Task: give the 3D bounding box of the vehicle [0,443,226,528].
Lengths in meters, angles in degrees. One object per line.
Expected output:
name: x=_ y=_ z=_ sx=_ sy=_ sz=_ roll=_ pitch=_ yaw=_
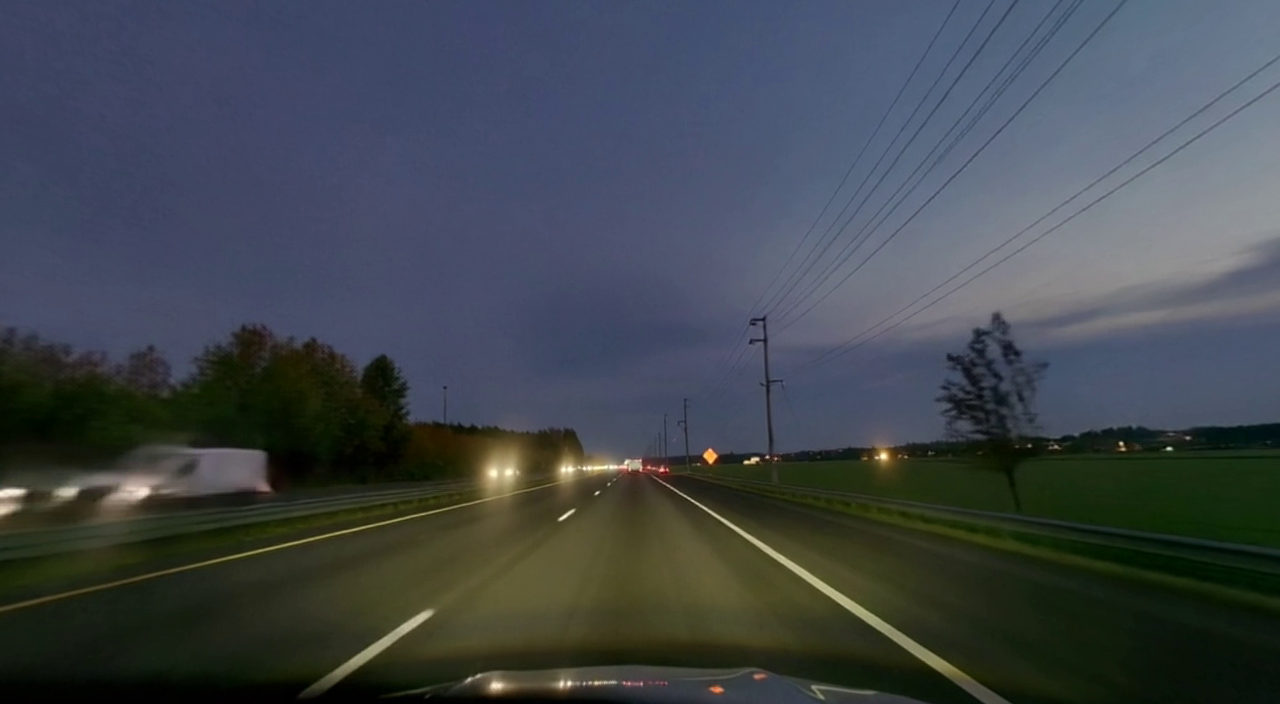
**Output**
vehicle: x=-12.270 y=3.048 z=14.734 sx=2.033 sy=1.649 sz=4.579 roll=1 pitch=-10 yaw=0
